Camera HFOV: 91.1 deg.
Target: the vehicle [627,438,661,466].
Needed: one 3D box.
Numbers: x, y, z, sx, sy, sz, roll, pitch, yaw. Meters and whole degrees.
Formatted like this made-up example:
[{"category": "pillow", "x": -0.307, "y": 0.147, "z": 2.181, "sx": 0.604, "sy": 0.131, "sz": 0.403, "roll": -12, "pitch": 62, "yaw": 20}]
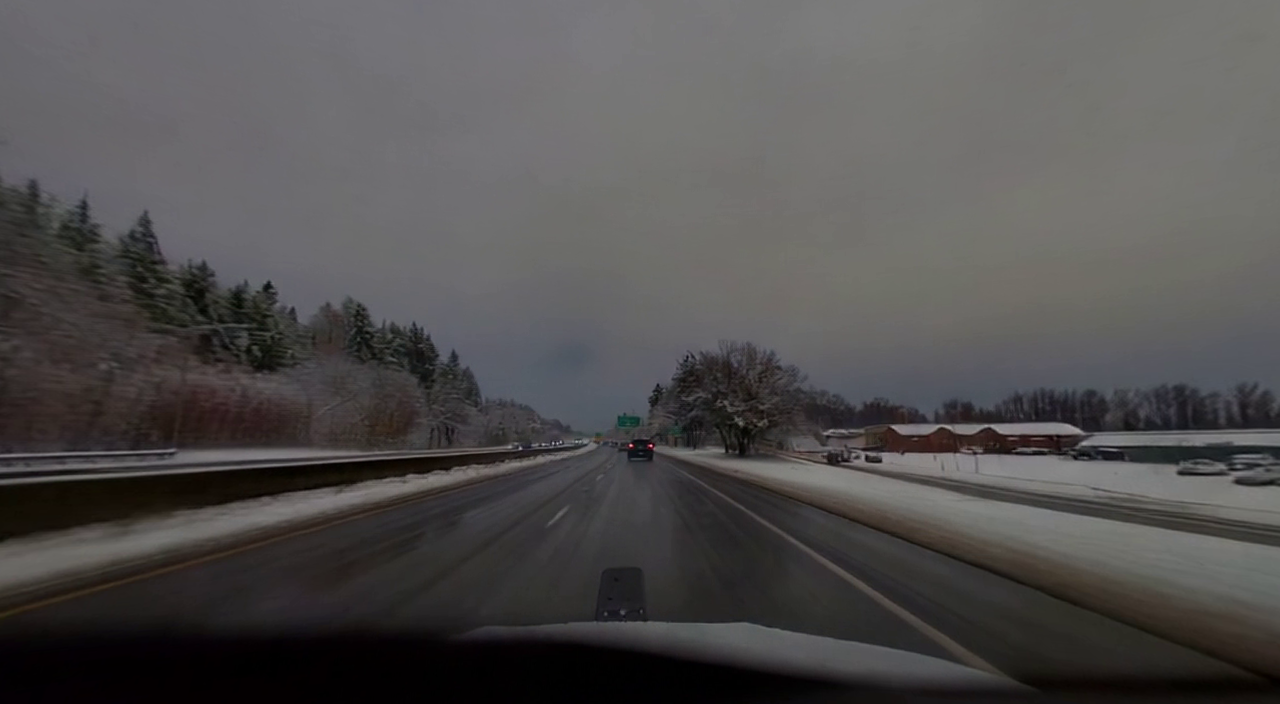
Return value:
[{"category": "vehicle", "x": 0.214, "y": 6.396, "z": 40.442, "sx": 2.029, "sy": 1.666, "sz": 4.064, "roll": 0, "pitch": -8, "yaw": -2}]
